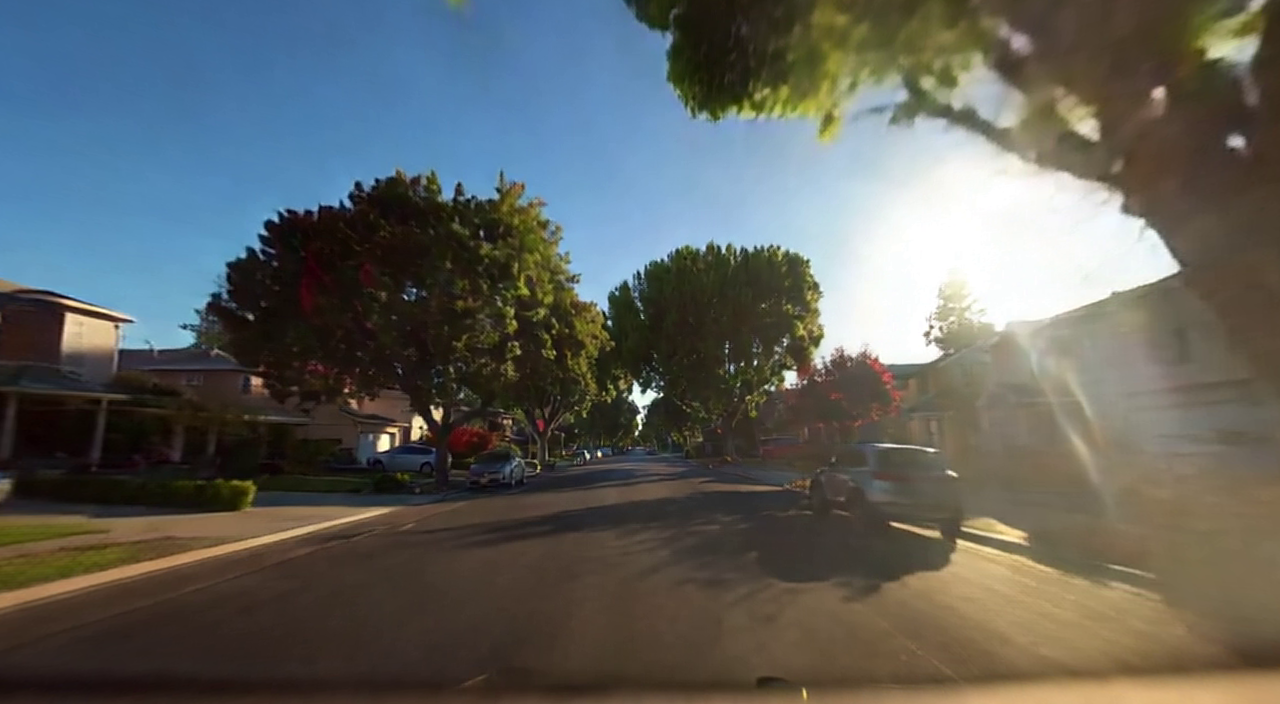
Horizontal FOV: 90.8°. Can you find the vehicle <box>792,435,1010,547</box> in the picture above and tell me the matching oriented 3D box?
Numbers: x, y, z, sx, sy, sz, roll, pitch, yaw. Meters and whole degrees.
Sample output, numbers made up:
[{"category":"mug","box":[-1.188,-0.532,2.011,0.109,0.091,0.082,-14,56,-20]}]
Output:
[{"category":"vehicle","box":[4.258,2.316,11.263,1.996,1.585,4.371,0,-9,0]}]

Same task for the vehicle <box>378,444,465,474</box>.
[{"category":"vehicle","box":[-12.215,5.981,35.444,4.135,1.567,1.944,0,-9,2]}]

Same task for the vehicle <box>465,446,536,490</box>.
[{"category":"vehicle","box":[-5.713,4.786,26.428,1.944,1.621,4.187,-1,-9,1]}]

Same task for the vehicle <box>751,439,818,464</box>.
[{"category":"vehicle","box":[11.269,7.772,49.428,4.626,1.880,1.980,1,-9,-9]}]

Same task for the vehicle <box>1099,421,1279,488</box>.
[{"category":"vehicle","box":[14.574,2.564,15.857,4.584,1.525,2.018,-5,-10,28]}]
